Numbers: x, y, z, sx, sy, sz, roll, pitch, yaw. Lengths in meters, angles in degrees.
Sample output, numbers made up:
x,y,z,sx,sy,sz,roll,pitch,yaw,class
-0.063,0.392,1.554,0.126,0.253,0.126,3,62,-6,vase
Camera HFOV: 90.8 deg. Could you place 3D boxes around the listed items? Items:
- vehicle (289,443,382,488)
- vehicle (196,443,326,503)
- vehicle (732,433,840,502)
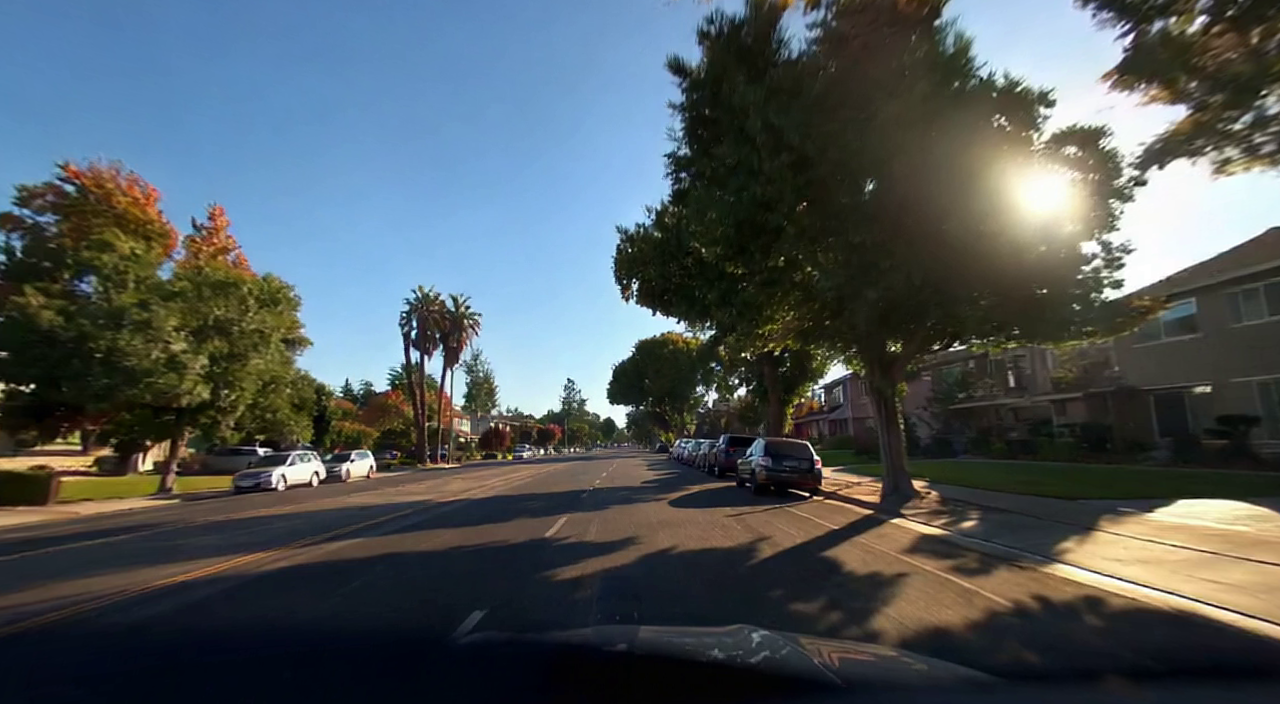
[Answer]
x,y,z,sx,sy,sz,roll,pitch,yaw,class
-13.760,5.113,28.916,1.926,1.790,4.494,0,-7,1,vehicle
-13.706,4.338,23.244,2.047,1.783,4.572,-1,-7,-1,vehicle
3.644,2.975,16.642,1.981,1.546,4.372,0,-9,3,vehicle
